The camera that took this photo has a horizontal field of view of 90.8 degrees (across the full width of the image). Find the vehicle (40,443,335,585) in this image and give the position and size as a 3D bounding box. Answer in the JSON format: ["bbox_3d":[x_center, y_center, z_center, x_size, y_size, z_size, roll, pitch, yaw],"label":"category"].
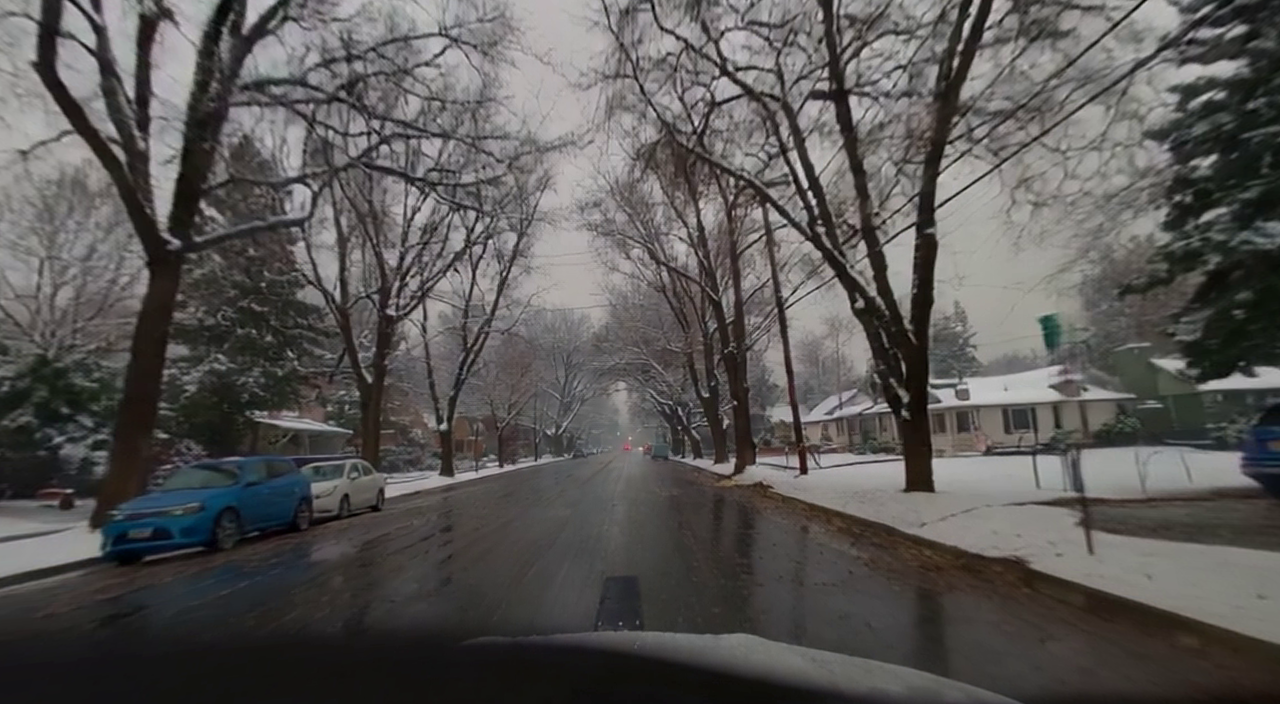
[{"bbox_3d":[-6.402,2.230,9.682,1.874,1.497,4.233,-2,-7,-8],"label":"vehicle"}]
